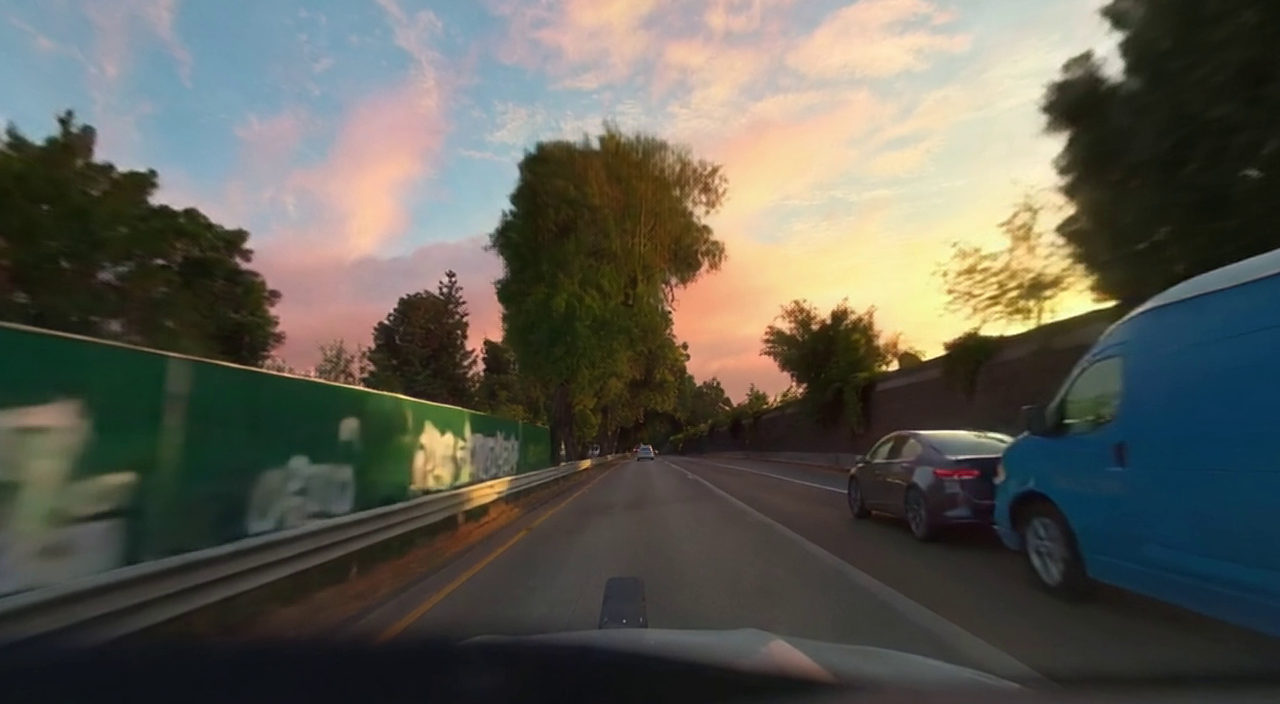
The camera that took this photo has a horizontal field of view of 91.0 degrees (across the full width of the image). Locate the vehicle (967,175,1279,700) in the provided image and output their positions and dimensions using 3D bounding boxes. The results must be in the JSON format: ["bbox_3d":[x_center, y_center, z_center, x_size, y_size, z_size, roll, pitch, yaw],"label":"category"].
[{"bbox_3d":[4.643,0.342,2.613,2.712,2.659,6.992,0,-8,-1],"label":"vehicle"}]
